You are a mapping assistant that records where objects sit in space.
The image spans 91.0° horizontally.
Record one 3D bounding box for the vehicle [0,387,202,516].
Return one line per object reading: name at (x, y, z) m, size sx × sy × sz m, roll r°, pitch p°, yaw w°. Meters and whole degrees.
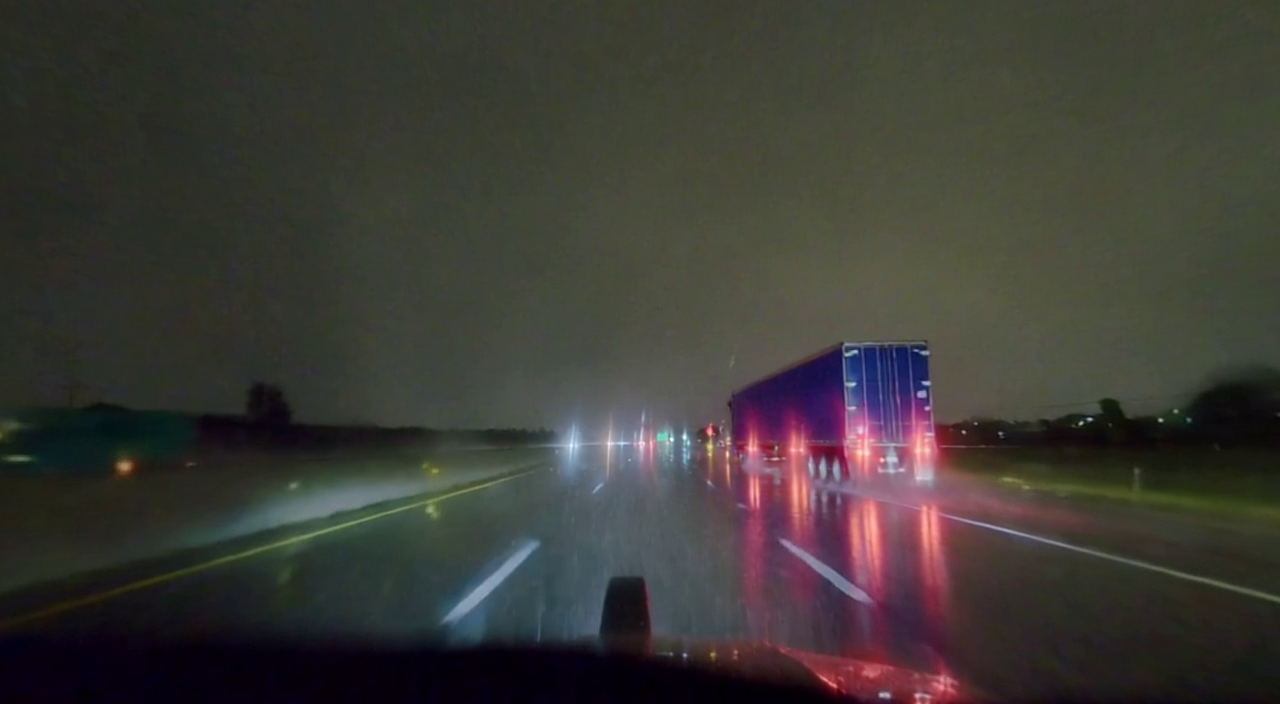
vehicle at (-18.944, 3.165, 20.221) m, size 2.796 × 3.508 × 9.370 m, roll 0°, pitch -8°, yaw 1°
